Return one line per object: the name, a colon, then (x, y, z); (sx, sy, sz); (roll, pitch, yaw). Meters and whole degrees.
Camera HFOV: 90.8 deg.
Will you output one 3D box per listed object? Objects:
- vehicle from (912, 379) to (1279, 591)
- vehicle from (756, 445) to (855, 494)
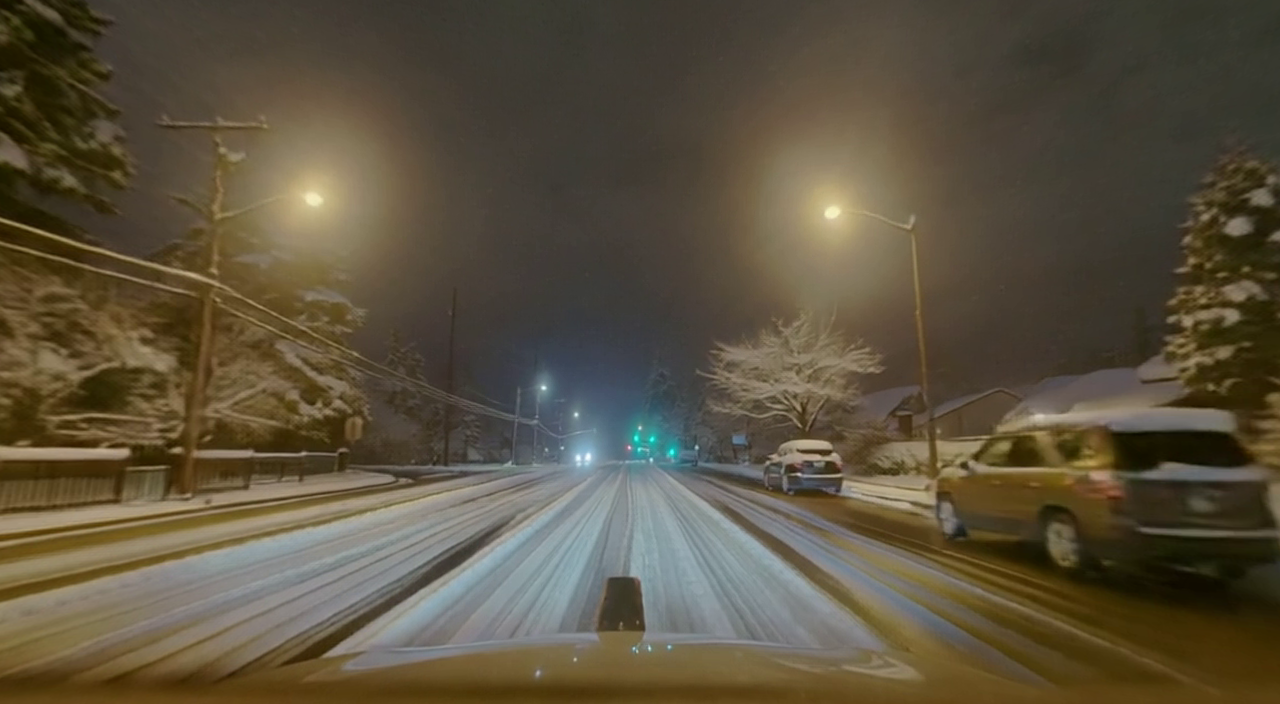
vehicle: (6.366, 1.776, 9.324); (2.275, 2.132, 5.726); (0, -9, 2)
vehicle: (5.952, 4.302, 23.465); (2.282, 1.566, 4.705); (-1, -9, -1)
